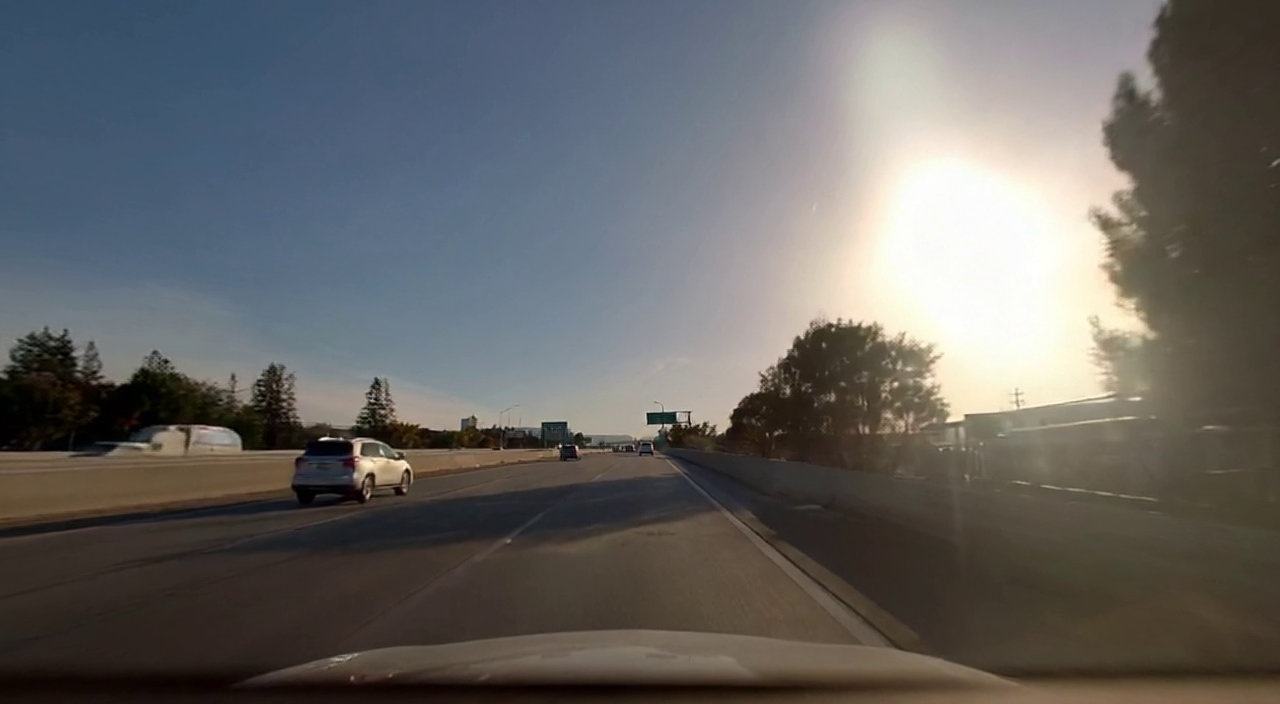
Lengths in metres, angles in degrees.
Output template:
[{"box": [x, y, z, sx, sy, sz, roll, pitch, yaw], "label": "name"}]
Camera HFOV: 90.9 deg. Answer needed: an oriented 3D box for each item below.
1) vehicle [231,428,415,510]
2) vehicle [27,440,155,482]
[{"box": [-7.322, 2.744, 15.243, 2.088, 1.678, 4.426, 0, -8, 1], "label": "vehicle"}, {"box": [-28.485, 5.650, 33.029, 2.080, 1.998, 5.075, 0, -8, 0], "label": "vehicle"}]
